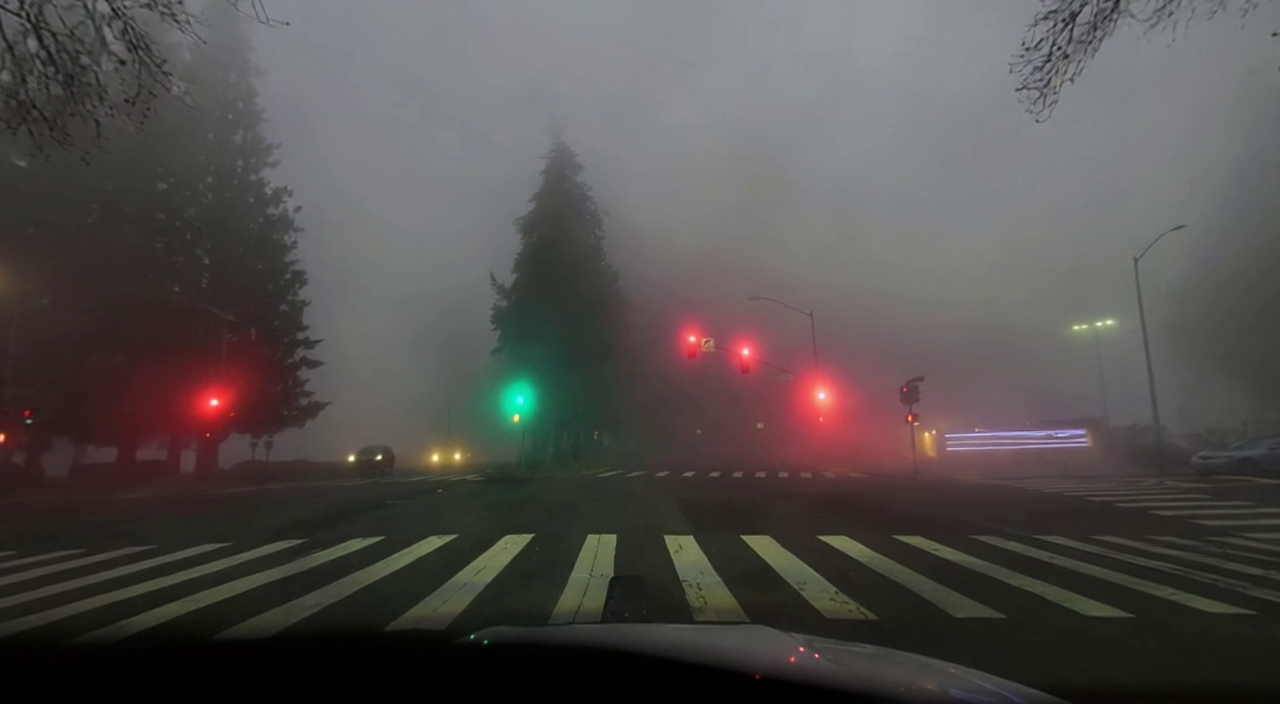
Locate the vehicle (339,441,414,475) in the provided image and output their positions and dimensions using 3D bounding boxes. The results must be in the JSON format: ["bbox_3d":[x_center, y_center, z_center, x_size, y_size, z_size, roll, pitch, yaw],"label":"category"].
[{"bbox_3d":[-14.828,5.973,35.748,2.169,1.753,4.640,0,-8,1],"label":"vehicle"}]
